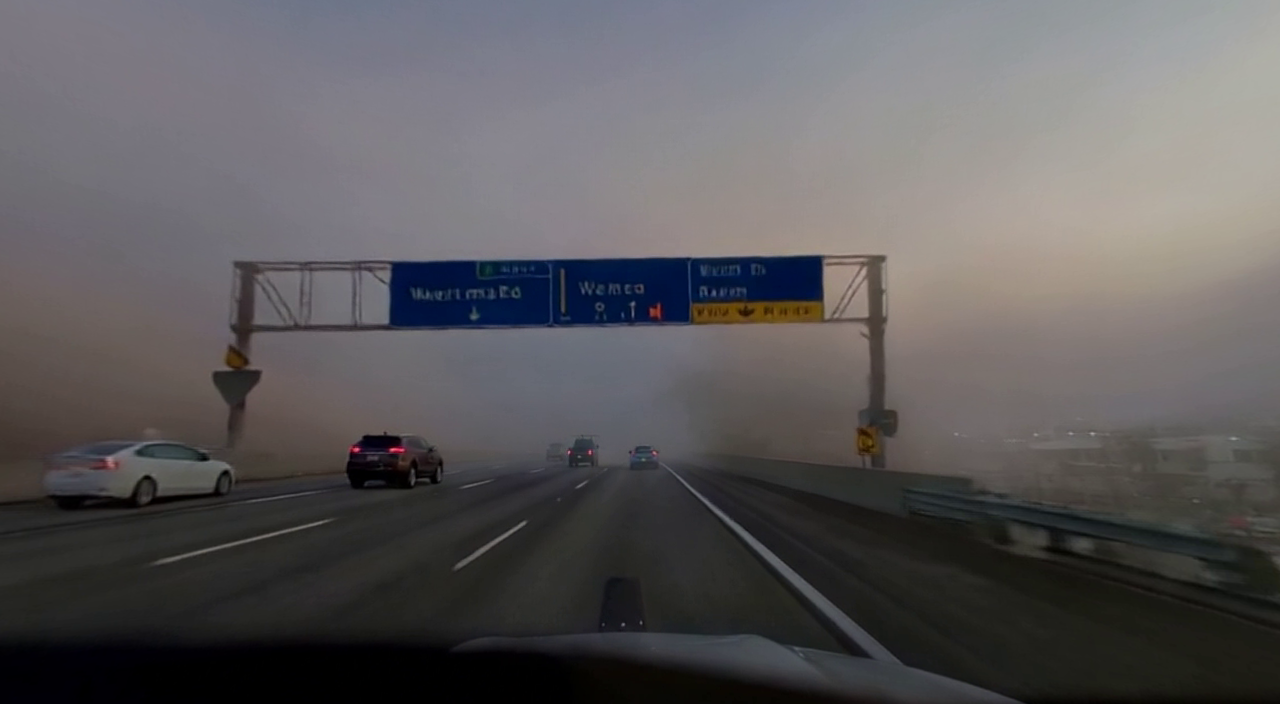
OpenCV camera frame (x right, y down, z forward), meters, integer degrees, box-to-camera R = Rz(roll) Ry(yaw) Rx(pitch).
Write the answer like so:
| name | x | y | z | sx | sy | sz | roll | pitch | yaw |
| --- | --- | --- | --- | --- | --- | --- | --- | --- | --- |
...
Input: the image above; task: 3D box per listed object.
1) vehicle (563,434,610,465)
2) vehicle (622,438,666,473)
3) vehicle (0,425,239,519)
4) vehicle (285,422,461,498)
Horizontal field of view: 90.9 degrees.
| name | x | y | z | sx | sy | sz | roll | pitch | yaw |
| --- | --- | --- | --- | --- | --- | --- | --- | --- | --- |
| vehicle | -3.726 | 6.953 | 45.151 | 2.751 | 2.050 | 5.761 | 0 | -8 | 1 |
| vehicle | 0.190 | 5.382 | 33.037 | 2.135 | 1.697 | 4.757 | 0 | -8 | 0 |
| vehicle | -11.616 | 2.578 | 14.104 | 2.187 | 1.726 | 4.634 | 0 | -8 | 1 |
| vehicle | -7.559 | 3.149 | 18.878 | 2.521 | 1.901 | 5.988 | 0 | -8 | 1 |
